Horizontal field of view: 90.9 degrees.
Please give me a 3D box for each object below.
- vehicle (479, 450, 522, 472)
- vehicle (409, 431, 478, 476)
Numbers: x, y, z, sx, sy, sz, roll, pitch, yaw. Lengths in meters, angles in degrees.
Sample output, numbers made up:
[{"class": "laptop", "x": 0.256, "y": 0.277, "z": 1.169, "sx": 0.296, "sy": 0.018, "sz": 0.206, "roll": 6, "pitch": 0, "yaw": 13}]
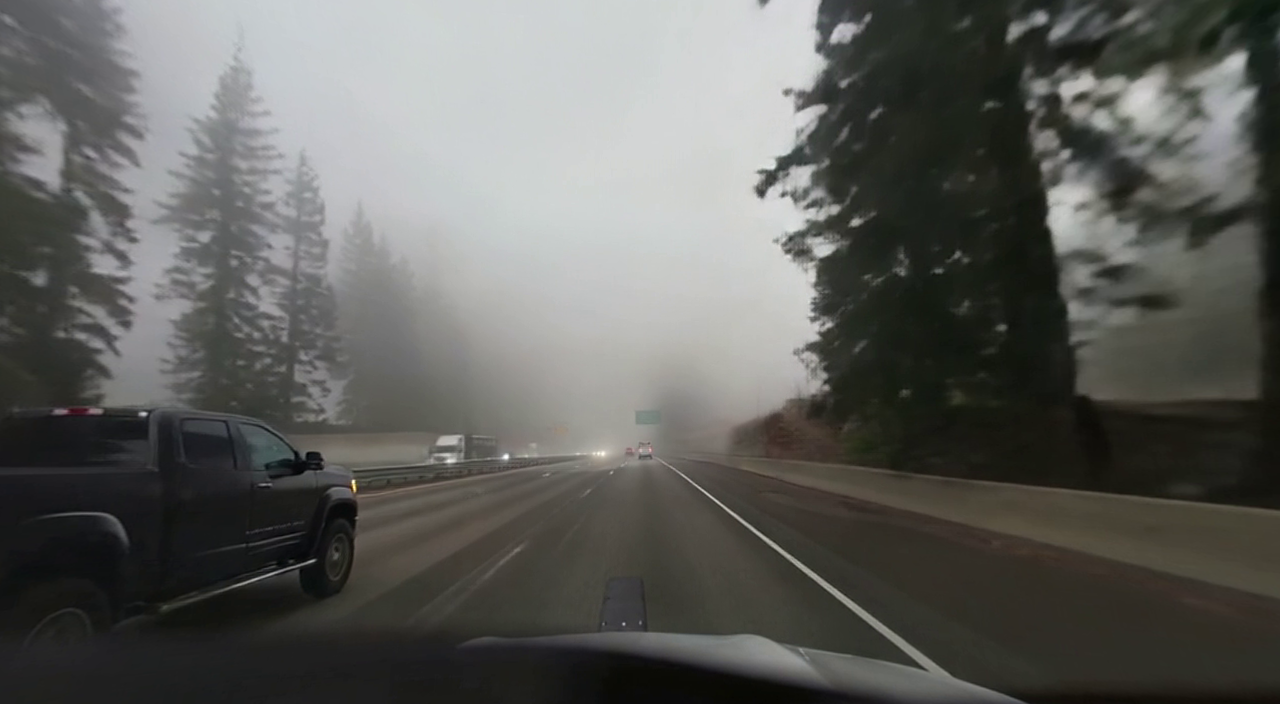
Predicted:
[{"class": "vehicle", "x": -10.780, "y": 8.421, "z": 49.145, "sx": 2.129, "sy": 1.560, "sz": 4.733, "roll": 0, "pitch": -8, "yaw": 2}, {"class": "vehicle", "x": -14.874, "y": 7.712, "z": 48.346, "sx": 2.935, "sy": 3.173, "sz": 7.113, "roll": 0, "pitch": -8, "yaw": 0}]
